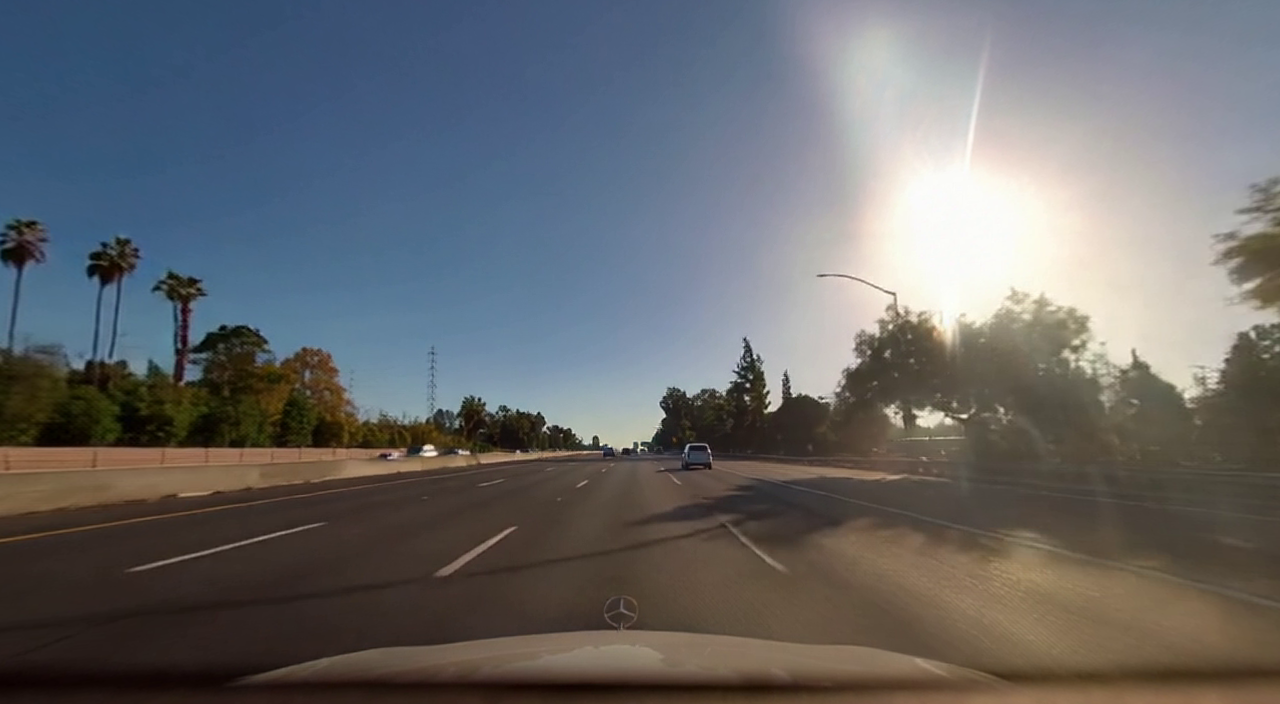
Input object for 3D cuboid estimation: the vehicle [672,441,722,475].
[{"bbox_3d":[2.999,5.671,34.072,2.130,1.677,4.317,0,-9,-2],"label":"vehicle"}]
